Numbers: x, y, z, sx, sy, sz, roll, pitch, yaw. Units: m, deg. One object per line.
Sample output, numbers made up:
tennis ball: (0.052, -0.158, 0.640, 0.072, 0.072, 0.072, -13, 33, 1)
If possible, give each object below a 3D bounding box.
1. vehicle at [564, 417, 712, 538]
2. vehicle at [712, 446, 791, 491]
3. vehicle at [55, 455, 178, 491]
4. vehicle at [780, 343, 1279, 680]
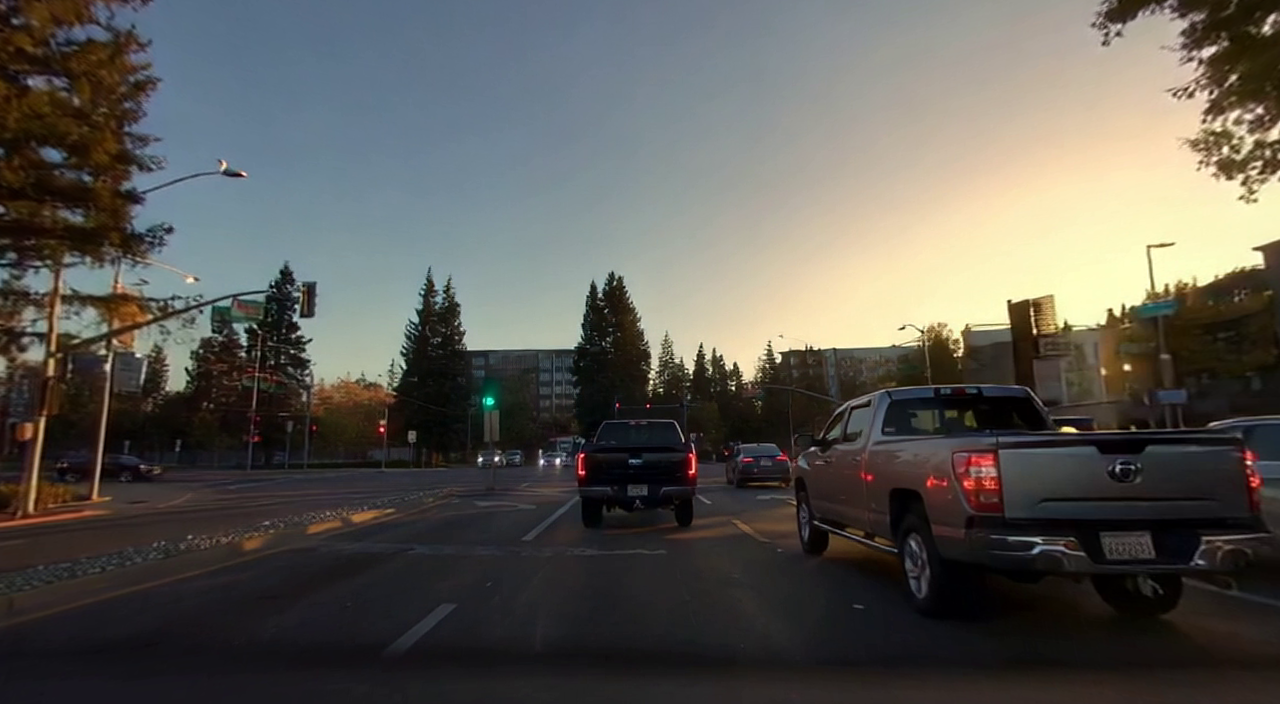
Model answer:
vehicle: (-0.094, 2.285, 12.162, 2.240, 1.821, 5.001, 0, -9, -2)
vehicle: (3.935, 4.163, 23.052, 1.995, 1.456, 4.372, 0, -9, -1)
vehicle: (-26.586, 6.123, 32.304, 4.437, 1.669, 1.936, 5, -10, -30)
vehicle: (3.315, 1.331, 6.561, 2.412, 1.953, 5.682, 0, -9, 0)
